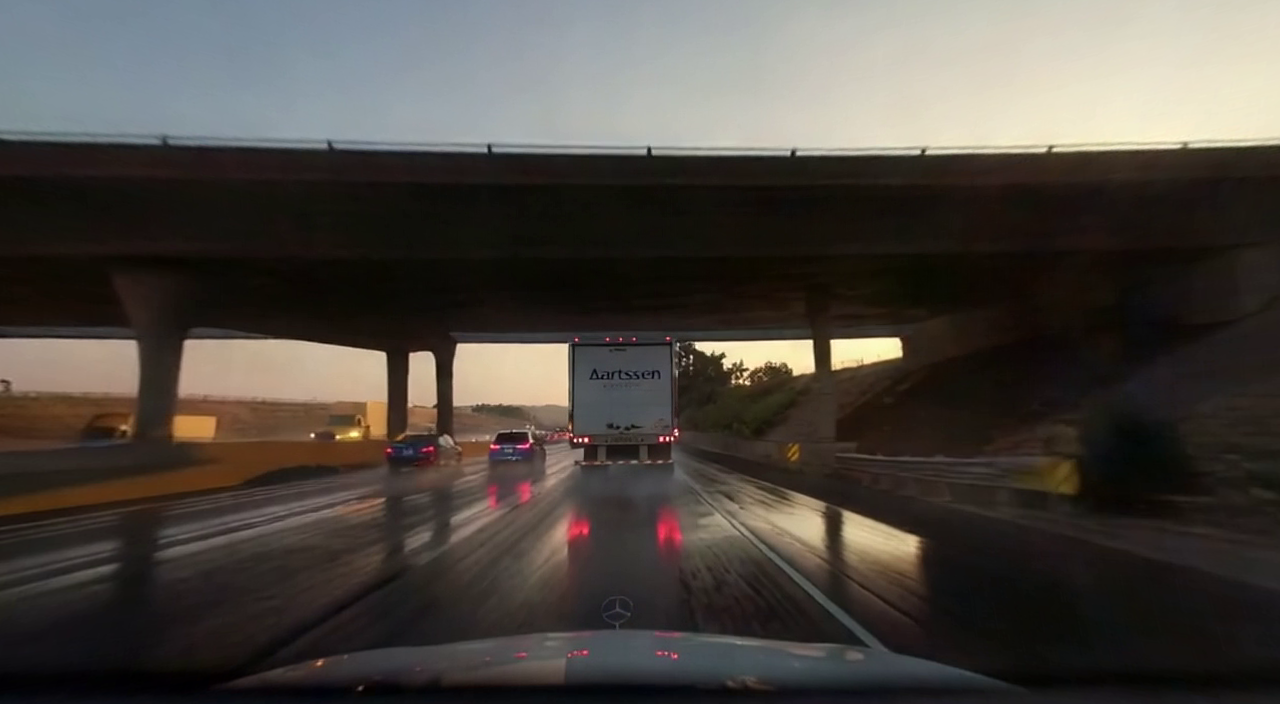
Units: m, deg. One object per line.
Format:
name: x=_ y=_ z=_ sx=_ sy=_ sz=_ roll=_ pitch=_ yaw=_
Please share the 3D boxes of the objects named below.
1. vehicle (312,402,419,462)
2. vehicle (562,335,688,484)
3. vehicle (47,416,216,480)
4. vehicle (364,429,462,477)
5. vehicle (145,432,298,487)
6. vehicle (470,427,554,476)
vehicle: x=-20.025 y=5.988 z=46.953 sx=3.092 sy=3.956 sz=10.559 roll=0 pitch=-8 yaw=1
vehicle: x=-0.514 y=2.272 z=22.750 sx=3.442 sy=4.106 sz=10.719 roll=0 pitch=-8 yaw=-1
vehicle: x=-24.019 y=4.550 z=30.283 sx=2.292 sy=2.693 sz=6.952 roll=0 pitch=-8 yaw=0
vehicle: x=-8.167 y=3.647 z=23.056 sx=1.944 sy=1.565 sz=4.383 roll=0 pitch=-8 yaw=0
vehicle: x=-16.355 y=4.193 z=25.069 sx=2.287 sy=1.926 sz=5.514 roll=0 pitch=-8 yaw=0
vehicle: x=-4.653 y=3.678 z=23.689 sx=2.052 sy=1.639 sz=4.894 roll=0 pitch=-8 yaw=1
